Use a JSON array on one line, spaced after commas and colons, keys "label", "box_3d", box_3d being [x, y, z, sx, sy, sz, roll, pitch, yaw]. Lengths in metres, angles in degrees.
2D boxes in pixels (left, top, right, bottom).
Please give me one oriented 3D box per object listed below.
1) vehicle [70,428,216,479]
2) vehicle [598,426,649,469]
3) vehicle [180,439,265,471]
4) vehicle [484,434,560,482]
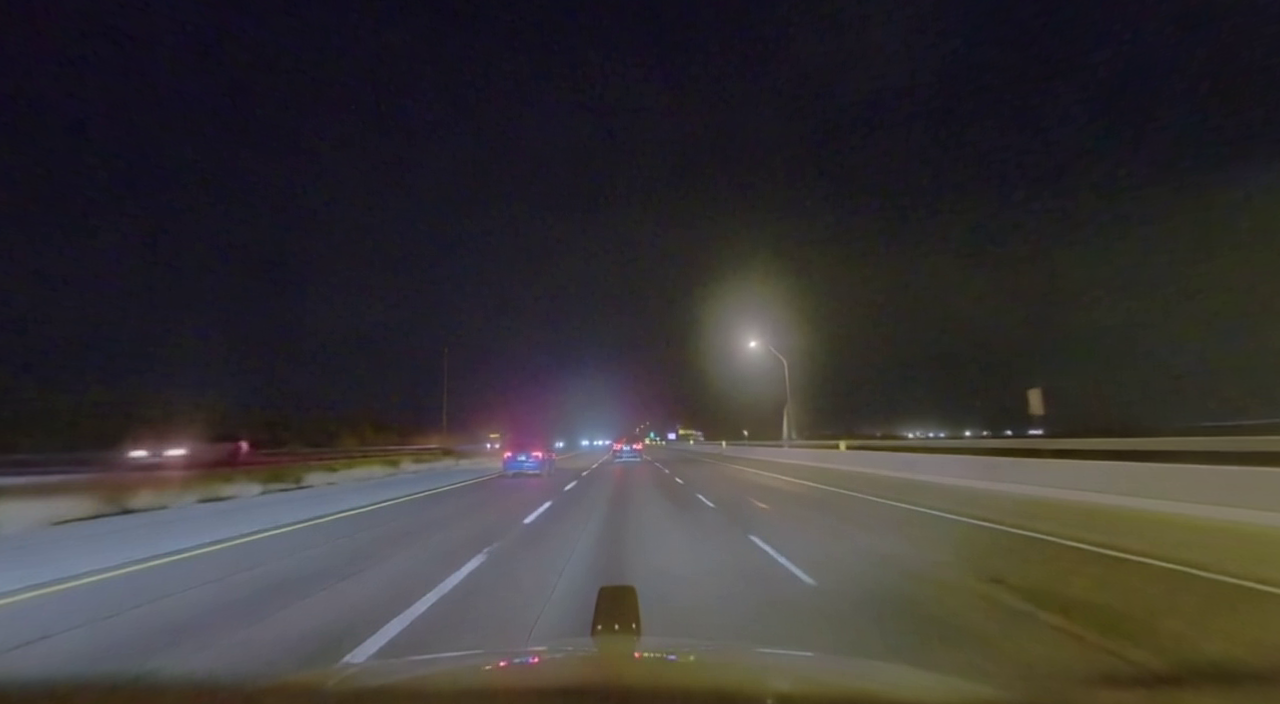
[{"label": "vehicle", "box_3d": [-20.049, 4.107, 25.760, 1.999, 1.859, 4.966, 0, -8, -1]}, {"label": "vehicle", "box_3d": [-0.819, 4.829, 31.850, 2.382, 1.973, 4.439, 0, -8, -1]}, {"label": "vehicle", "box_3d": [-20.178, 4.960, 30.590, 1.891, 1.445, 3.374, 0, -8, -2]}, {"label": "vehicle", "box_3d": [-4.271, 3.896, 23.449, 2.039, 1.602, 4.317, 0, -8, -1]}]
